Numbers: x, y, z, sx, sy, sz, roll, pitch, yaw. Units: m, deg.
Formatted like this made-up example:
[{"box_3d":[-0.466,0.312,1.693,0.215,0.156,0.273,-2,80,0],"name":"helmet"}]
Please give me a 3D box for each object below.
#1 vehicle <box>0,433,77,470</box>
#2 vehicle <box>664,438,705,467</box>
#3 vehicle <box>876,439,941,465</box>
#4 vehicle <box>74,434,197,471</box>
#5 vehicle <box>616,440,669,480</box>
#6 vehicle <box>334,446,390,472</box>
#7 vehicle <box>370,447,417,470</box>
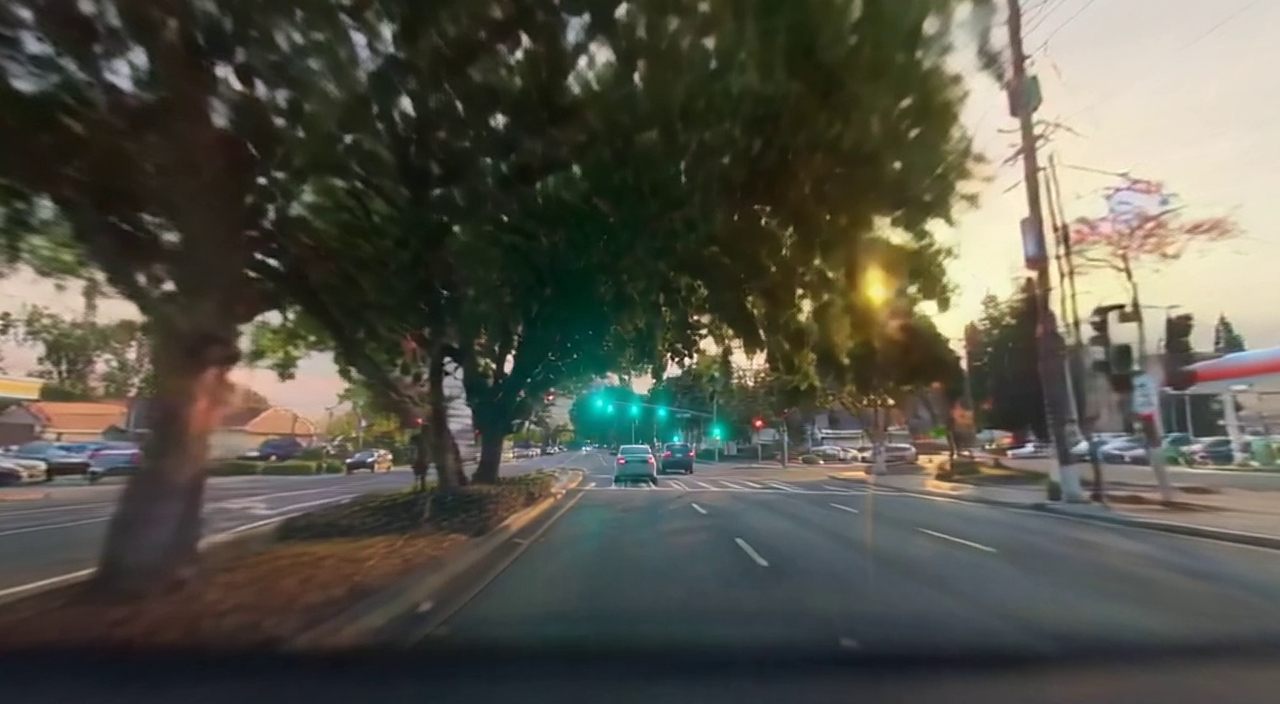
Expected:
[{"box_3d":[-37.110,5.931,37.591,4.993,2.132,2.055,0,-8,4],"name":"vehicle"},{"box_3d":[3.343,7.776,48.927,2.731,2.101,6.047,0,-8,0],"name":"vehicle"},{"box_3d":[20.453,7.645,48.362,2.254,1.804,5.953,-1,-9,-1],"name":"vehicle"},{"box_3d":[-30.670,6.133,38.368,5.713,2.148,2.107,0,-9,4],"name":"vehicle"},{"box_3d":[0.082,4.646,27.374,2.145,1.572,4.021,0,-8,-1],"name":"vehicle"},{"box_3d":[-19.115,7.365,43.473,1.967,1.680,4.396,-1,-9,-1],"name":"vehicle"},{"box_3d":[-19.124,8.254,48.988,1.920,1.638,4.299,0,-8,0],"name":"vehicle"}]
